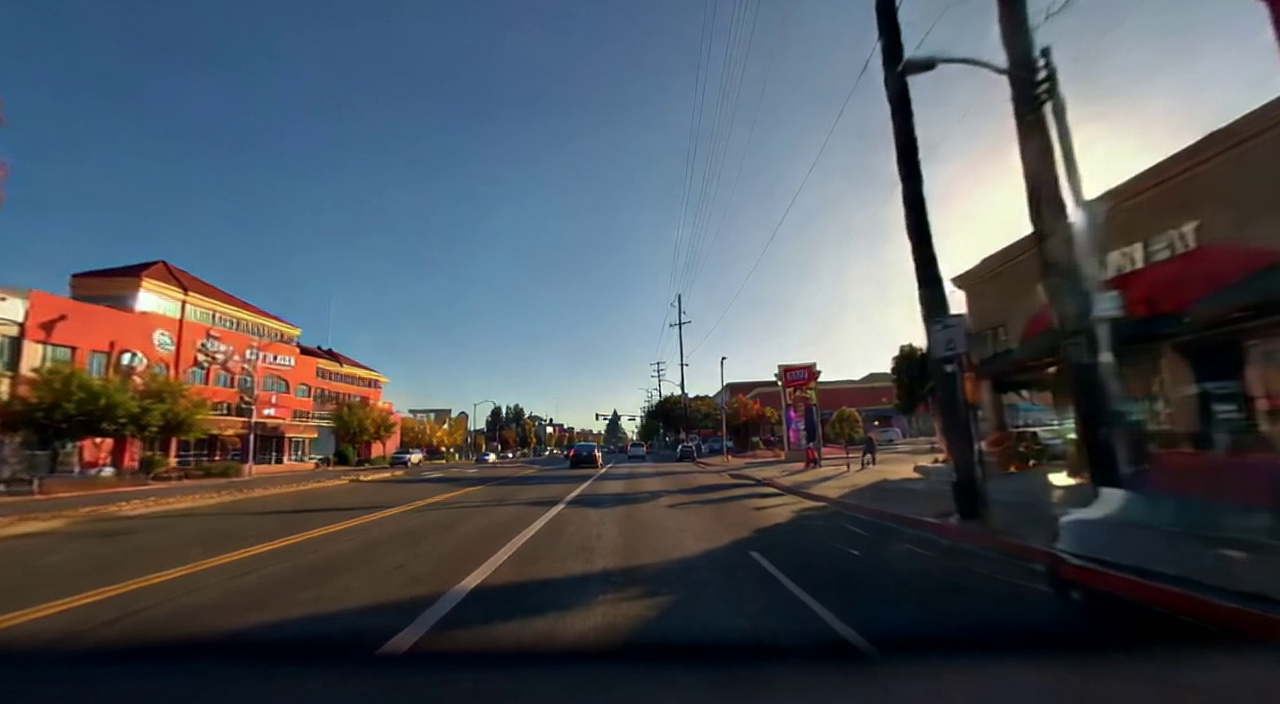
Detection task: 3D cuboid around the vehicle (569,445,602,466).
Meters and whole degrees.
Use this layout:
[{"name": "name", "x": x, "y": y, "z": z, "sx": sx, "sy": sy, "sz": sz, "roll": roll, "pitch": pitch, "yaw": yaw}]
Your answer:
[{"name": "vehicle", "x": -4.103, "y": 7.819, "z": 47.991, "sx": 2.179, "sy": 1.490, "sz": 4.742, "roll": 0, "pitch": -9, "yaw": -1}]

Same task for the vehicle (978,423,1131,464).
[{"name": "vehicle", "x": 16.397, "y": 3.694, "z": 25.264, "sx": 2.150, "sy": 1.463, "sz": 4.524, "roll": 5, "pitch": -10, "yaw": -30}]
